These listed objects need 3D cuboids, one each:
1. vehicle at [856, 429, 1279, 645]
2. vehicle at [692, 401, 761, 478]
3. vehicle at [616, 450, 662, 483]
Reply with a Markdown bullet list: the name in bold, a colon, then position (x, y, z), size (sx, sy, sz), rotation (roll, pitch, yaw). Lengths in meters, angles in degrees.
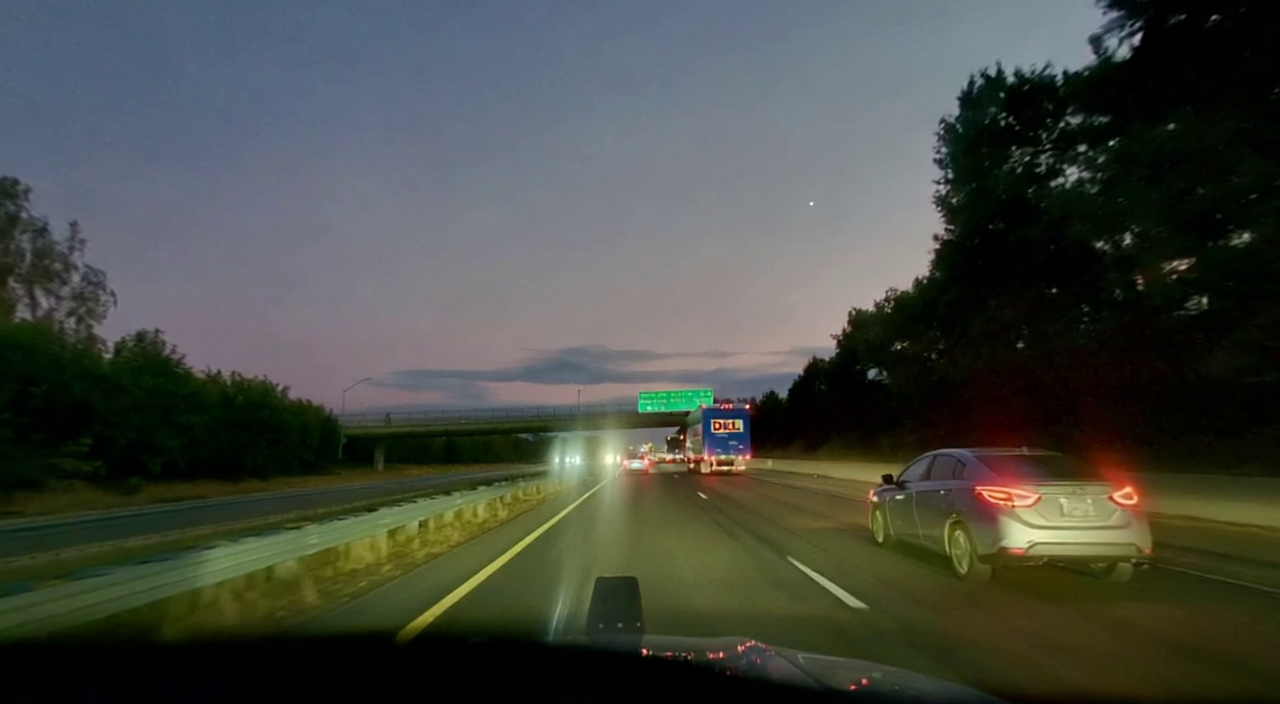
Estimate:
- **vehicle**: position (3.909, 1.596, 6.467), size (1.894, 1.452, 4.164), rotation (0, -9, 0)
- **vehicle**: position (4.892, 5.227, 37.282), size (2.838, 3.985, 8.010), rotation (0, -9, 0)
- **vehicle**: position (-0.046, 5.402, 29.942), size (2.055, 1.445, 3.661), rotation (0, -9, 0)
